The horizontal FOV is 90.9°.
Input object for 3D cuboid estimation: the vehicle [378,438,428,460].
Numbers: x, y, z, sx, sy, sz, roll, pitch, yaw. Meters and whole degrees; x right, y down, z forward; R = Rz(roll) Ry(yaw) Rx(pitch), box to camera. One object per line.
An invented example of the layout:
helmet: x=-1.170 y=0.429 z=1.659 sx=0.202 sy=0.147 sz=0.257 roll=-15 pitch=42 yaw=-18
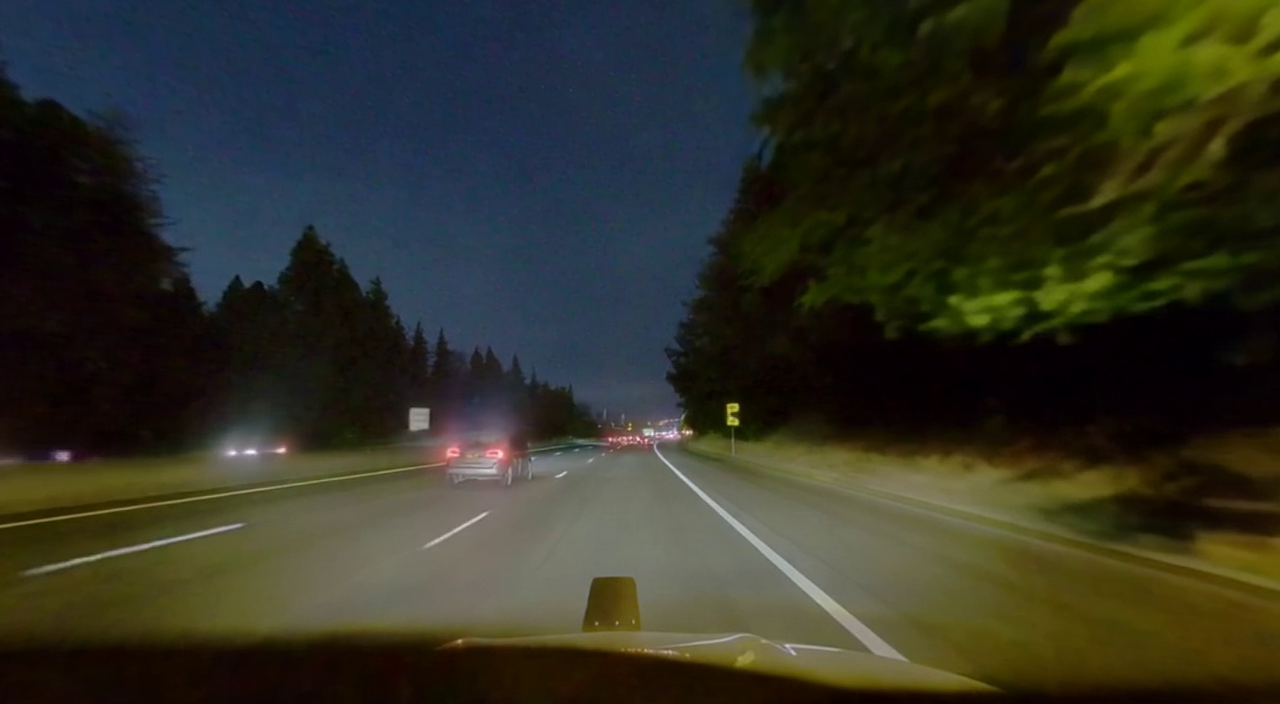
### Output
vehicle: x=-16.361 y=6.674 z=43.695 sx=1.835 sy=1.408 sz=4.129 roll=0 pitch=-8 yaw=1

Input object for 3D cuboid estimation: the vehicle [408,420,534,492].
vehicle: x=-4.238 y=2.660 z=16.630 sx=2.052 sy=1.626 sz=4.514 roll=0 pitch=-8 yaw=0

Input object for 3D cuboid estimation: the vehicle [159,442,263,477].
vehicle: x=-19.936 y=4.982 z=29.537 sx=1.776 sy=1.446 sz=4.340 roll=0 pitch=-8 yaw=1
